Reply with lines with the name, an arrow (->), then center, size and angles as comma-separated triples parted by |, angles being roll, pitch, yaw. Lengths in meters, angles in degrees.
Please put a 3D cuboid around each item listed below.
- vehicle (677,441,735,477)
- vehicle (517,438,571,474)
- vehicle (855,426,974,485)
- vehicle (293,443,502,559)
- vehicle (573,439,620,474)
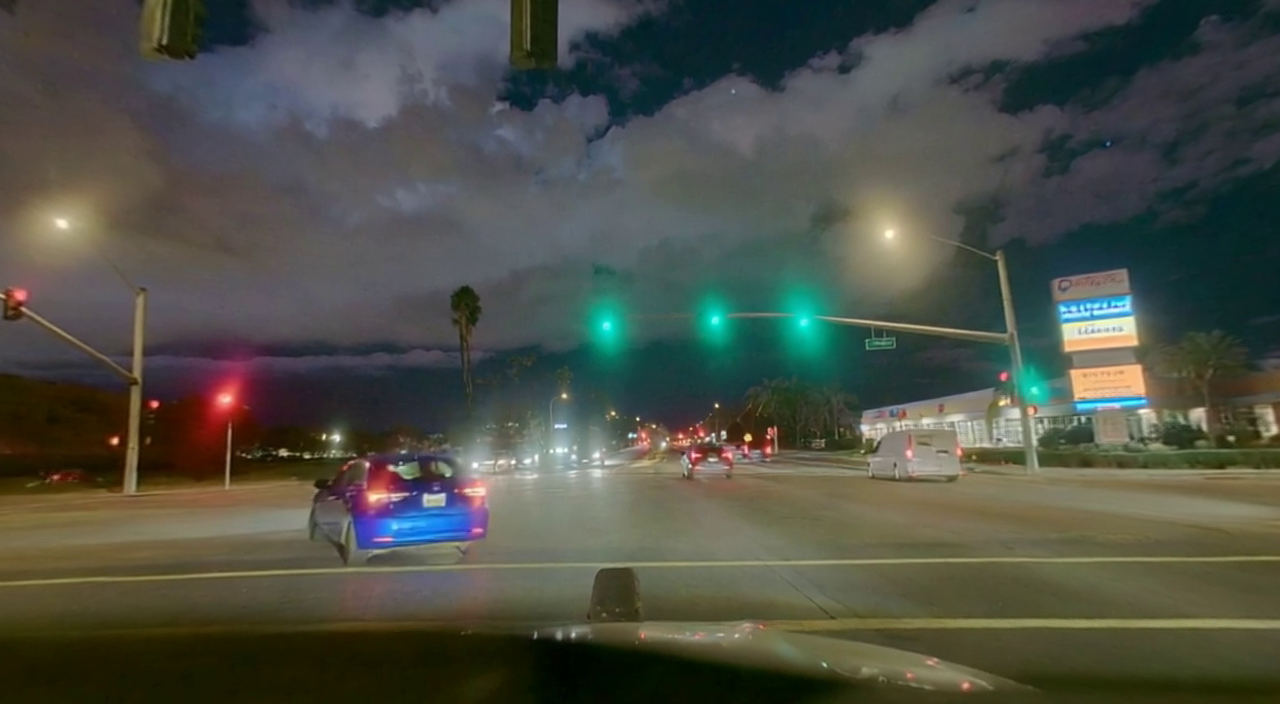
vehicle -> 2.842, 4.724, 28.077 | 1.977, 1.449, 4.254 | 0, -8, -2
vehicle -> -4.983, 5.441, 33.305 | 2.187, 1.740, 4.022 | 0, -8, 0
vehicle -> 9.604, 3.676, 22.621 | 2.059, 1.859, 4.690 | 0, -8, -1
vehicle -> -4.173, 2.255, 10.461 | 2.089, 1.471, 4.206 | 6, -10, -36
vehicle -> -2.202, 5.478, 33.326 | 2.041, 1.473, 4.221 | -1, -5, 2
